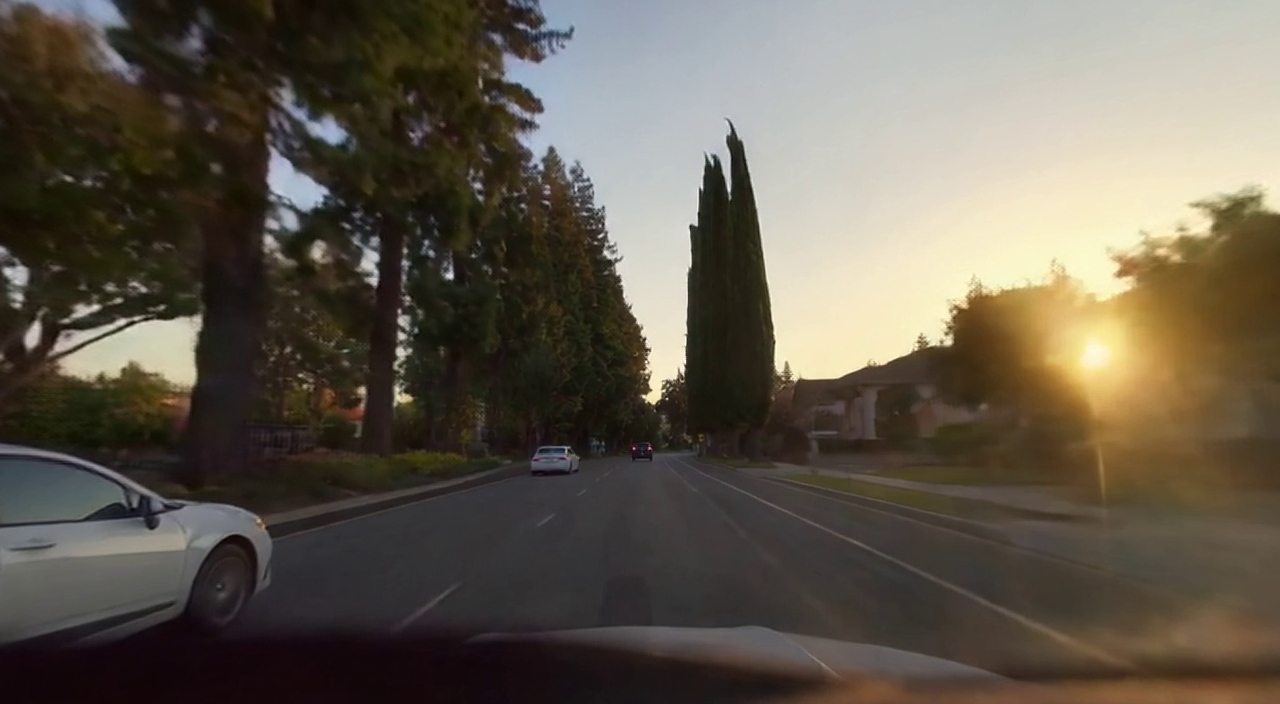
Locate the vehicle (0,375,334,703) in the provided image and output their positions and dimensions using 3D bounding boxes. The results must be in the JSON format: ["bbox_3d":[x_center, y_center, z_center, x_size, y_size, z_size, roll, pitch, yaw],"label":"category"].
[{"bbox_3d":[-4.030,0.948,3.349,2.190,1.545,4.943,0,-9,2],"label":"vehicle"}]

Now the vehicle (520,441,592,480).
[{"bbox_3d":[-3.412,4.510,26.474,2.188,1.473,4.651,0,-9,2],"label":"vehicle"}]
